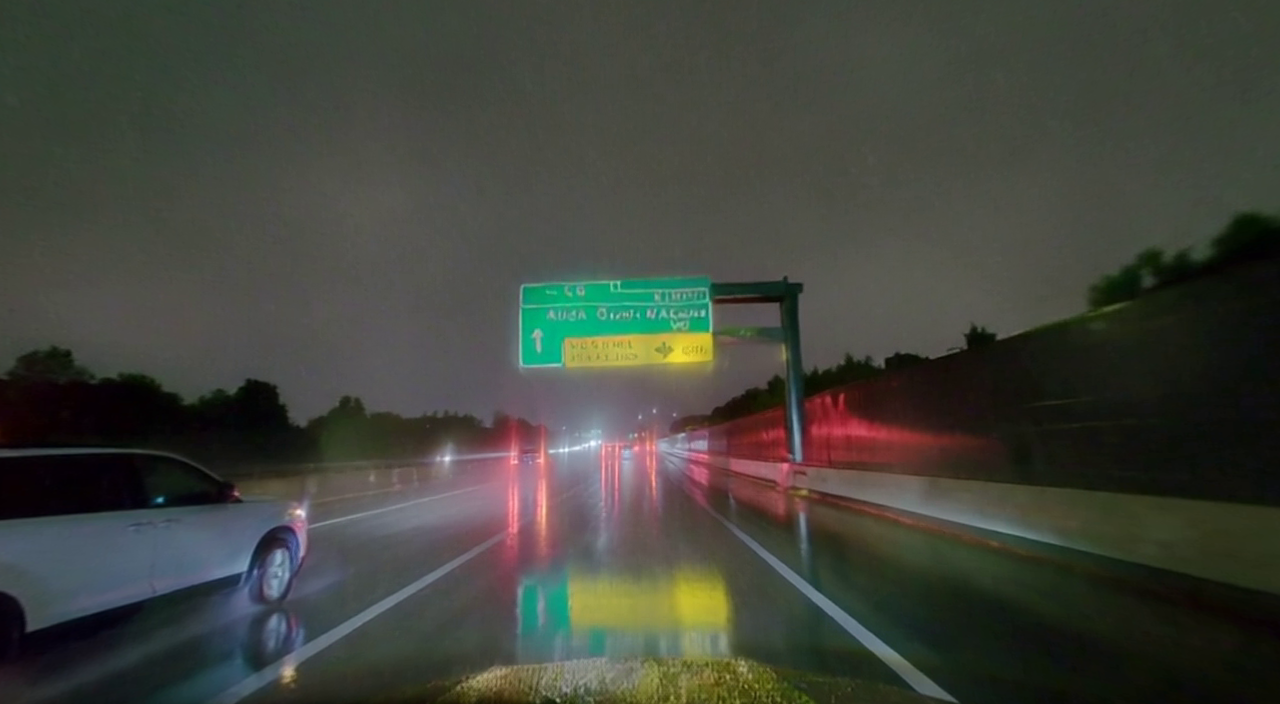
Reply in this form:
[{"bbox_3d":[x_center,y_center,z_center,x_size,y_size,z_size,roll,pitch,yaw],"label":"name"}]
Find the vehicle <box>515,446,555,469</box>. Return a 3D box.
[{"bbox_3d":[-7.494,7.602,45.541,2.098,1.606,4.227,0,-9,1],"label":"vehicle"}]
